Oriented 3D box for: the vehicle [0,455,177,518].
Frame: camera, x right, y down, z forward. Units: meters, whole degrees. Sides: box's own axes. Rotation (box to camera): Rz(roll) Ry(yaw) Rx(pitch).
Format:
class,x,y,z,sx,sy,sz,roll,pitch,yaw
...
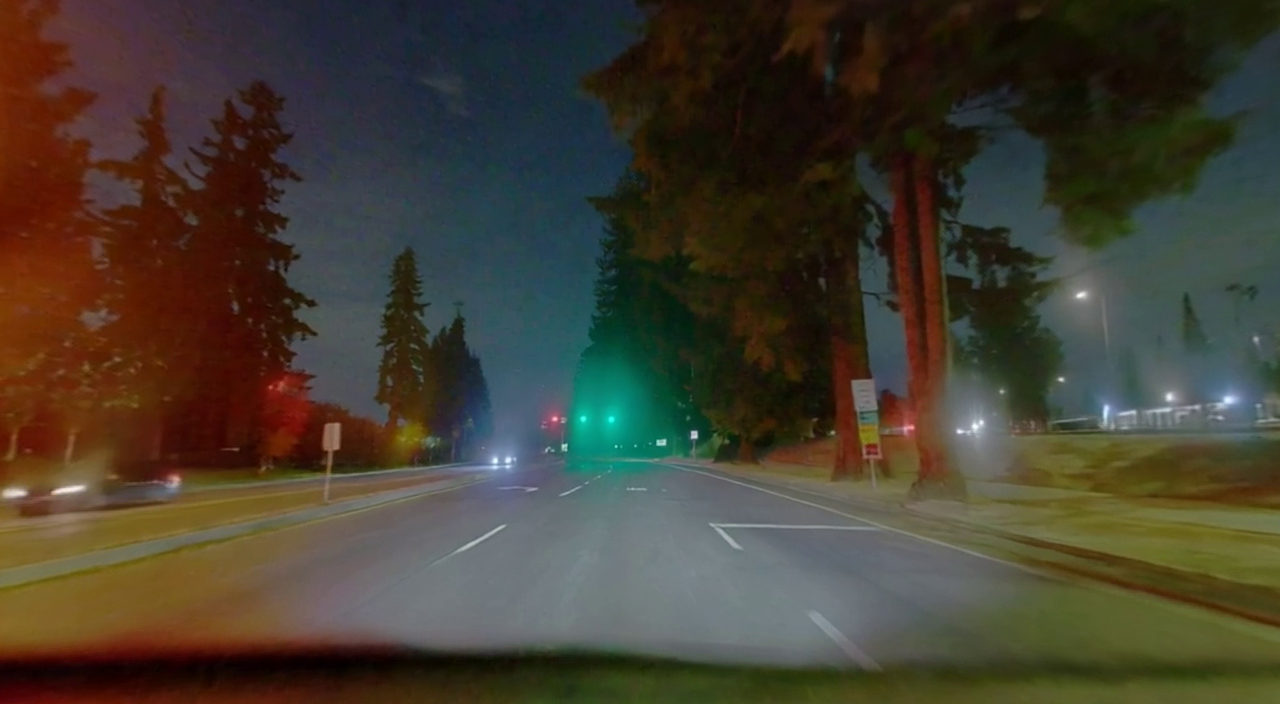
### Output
class,x,y,z,sx,sy,sz,roll,pitch,yaw
vehicle,-16.705,3.855,18.640,2.200,1.496,4.809,-1,-8,3
